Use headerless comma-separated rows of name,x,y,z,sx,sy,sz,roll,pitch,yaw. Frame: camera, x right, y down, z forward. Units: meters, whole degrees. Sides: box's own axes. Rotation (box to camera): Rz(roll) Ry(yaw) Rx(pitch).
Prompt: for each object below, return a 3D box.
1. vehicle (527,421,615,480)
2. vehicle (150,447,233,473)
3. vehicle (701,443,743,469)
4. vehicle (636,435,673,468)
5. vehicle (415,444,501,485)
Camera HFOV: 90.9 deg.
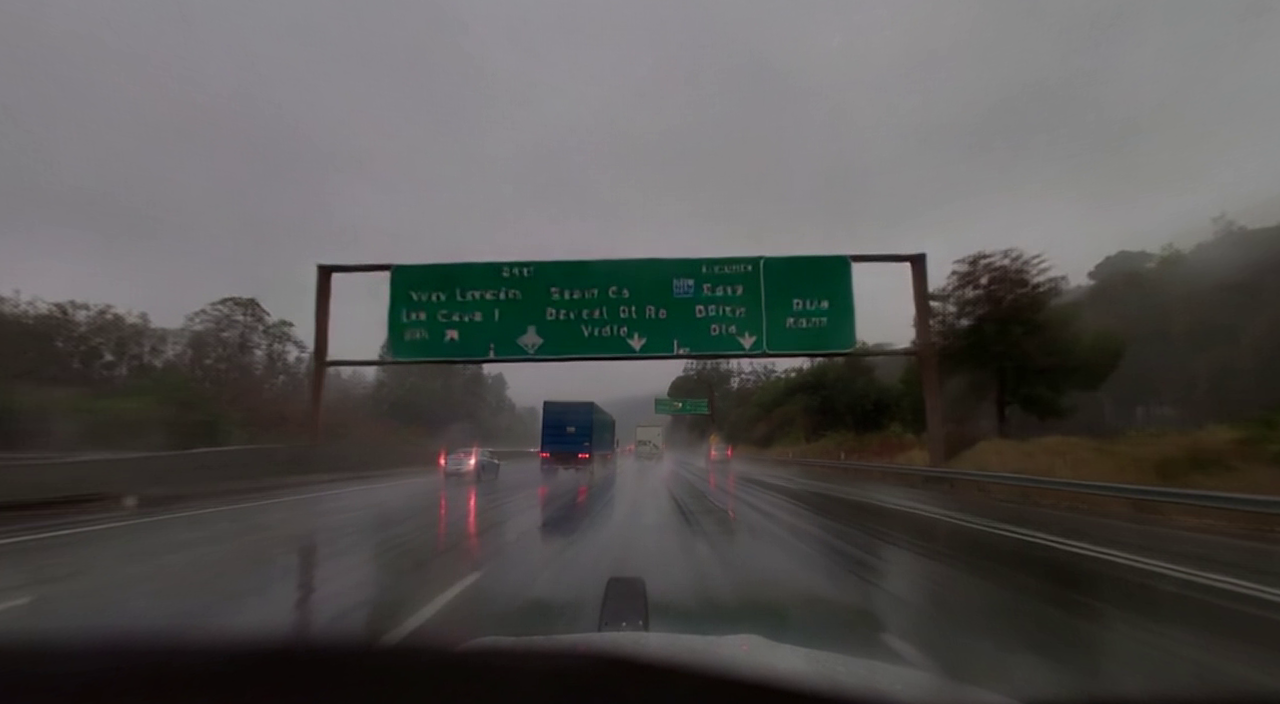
vehicle,-3.194,5.286,34.309,2.854,2.379,16.653,0,-8,0
vehicle,-27.951,6.733,39.498,1.796,1.460,4.461,-1,-8,2
vehicle,4.976,6.411,38.977,1.993,1.474,4.230,0,-8,0
vehicle,0.949,6.537,41.596,2.309,2.023,5.130,0,-8,1
vehicle,-7.160,4.446,25.329,1.965,1.437,4.592,-1,-8,2
